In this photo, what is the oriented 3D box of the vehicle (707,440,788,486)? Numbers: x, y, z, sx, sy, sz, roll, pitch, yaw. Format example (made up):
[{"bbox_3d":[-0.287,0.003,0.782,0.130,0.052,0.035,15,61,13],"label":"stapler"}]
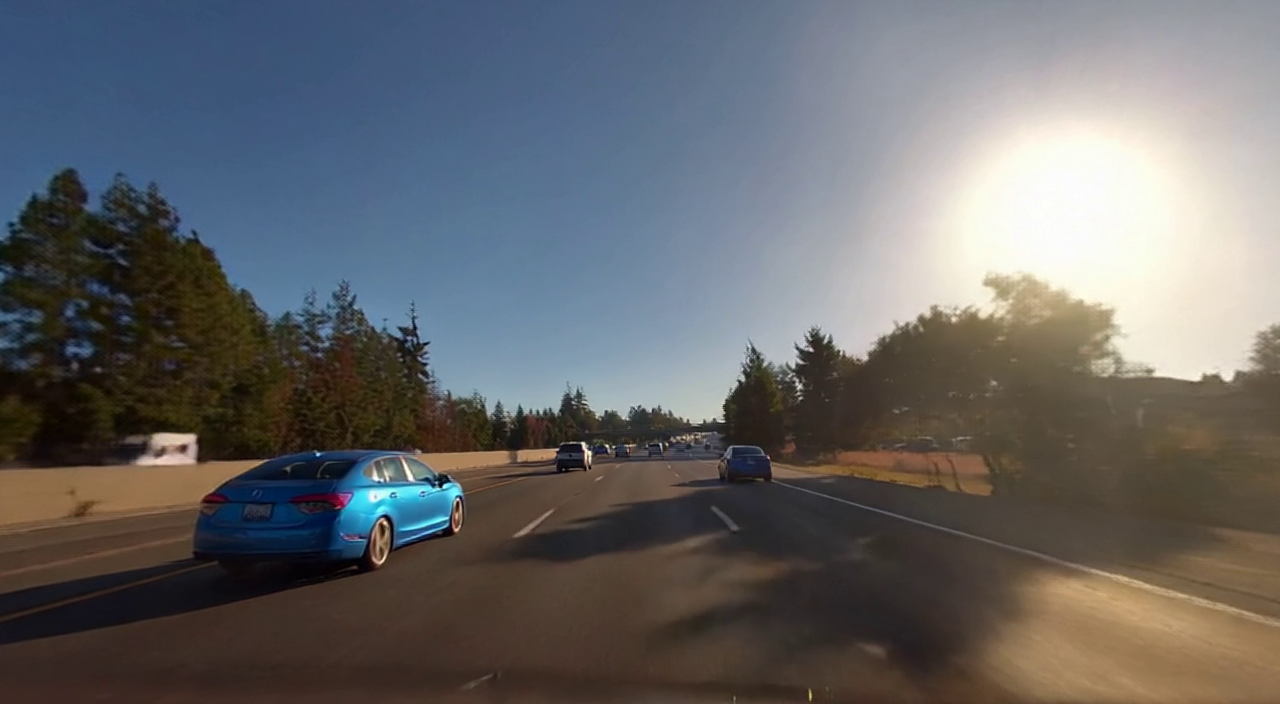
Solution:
[{"bbox_3d":[3.747,3.939,22.781,2.100,1.472,4.533,0,-8,0],"label":"vehicle"}]

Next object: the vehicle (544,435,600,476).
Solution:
[{"bbox_3d":[-3.255,5.098,31.230,2.122,1.847,4.696,0,-8,2],"label":"vehicle"}]

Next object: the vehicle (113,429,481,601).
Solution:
[{"bbox_3d":[-3.573,1.757,7.785,1.948,1.475,4.461,0,-8,1],"label":"vehicle"}]
